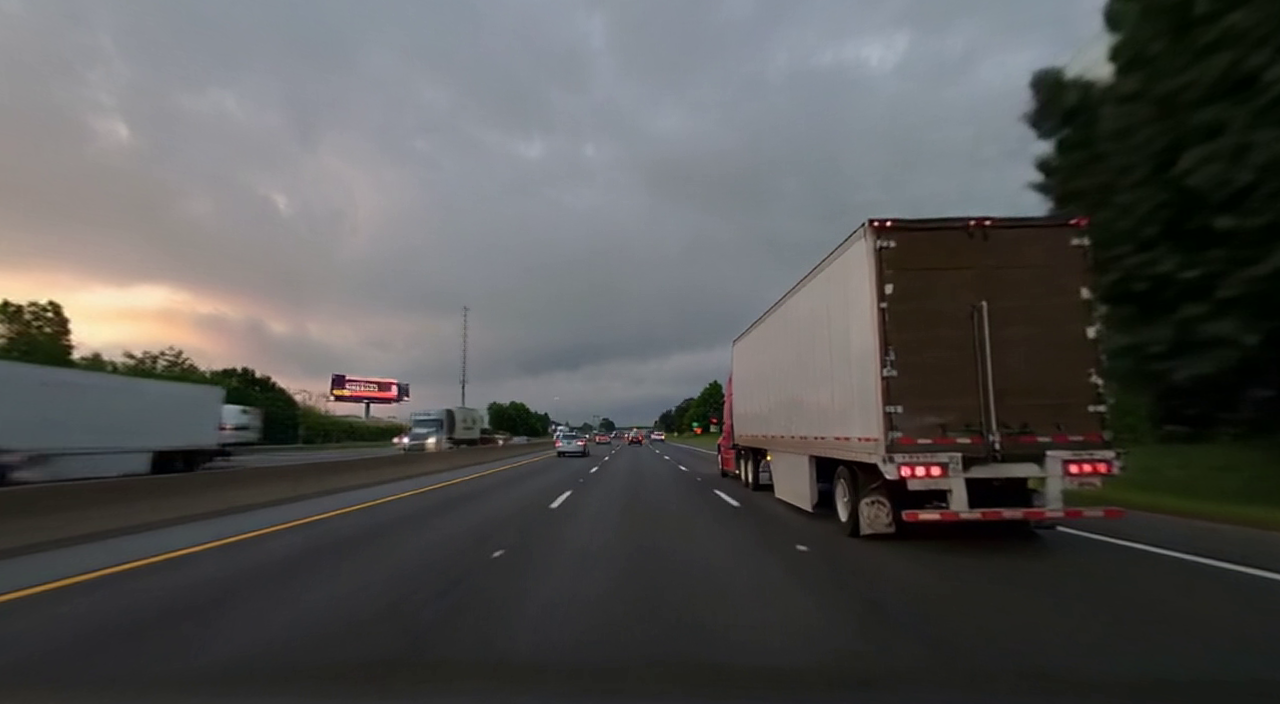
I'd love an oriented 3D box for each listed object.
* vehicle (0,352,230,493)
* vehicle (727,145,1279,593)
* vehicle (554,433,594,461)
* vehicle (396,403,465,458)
[{"bbox_3d":[-20.190,2.516,21.778,2.843,4.105,13.825,0,-8,-1],"label":"vehicle"},{"bbox_3d":[3.944,0.806,10.993,2.871,3.815,11.331,0,-8,-2],"label":"vehicle"},{"bbox_3d":[-3.646,5.322,35.528,1.930,1.484,3.849,0,-8,-1],"label":"vehicle"},{"bbox_3d":[-15.668,5.980,47.656,3.132,3.881,5.928,0,-8,-1],"label":"vehicle"}]
